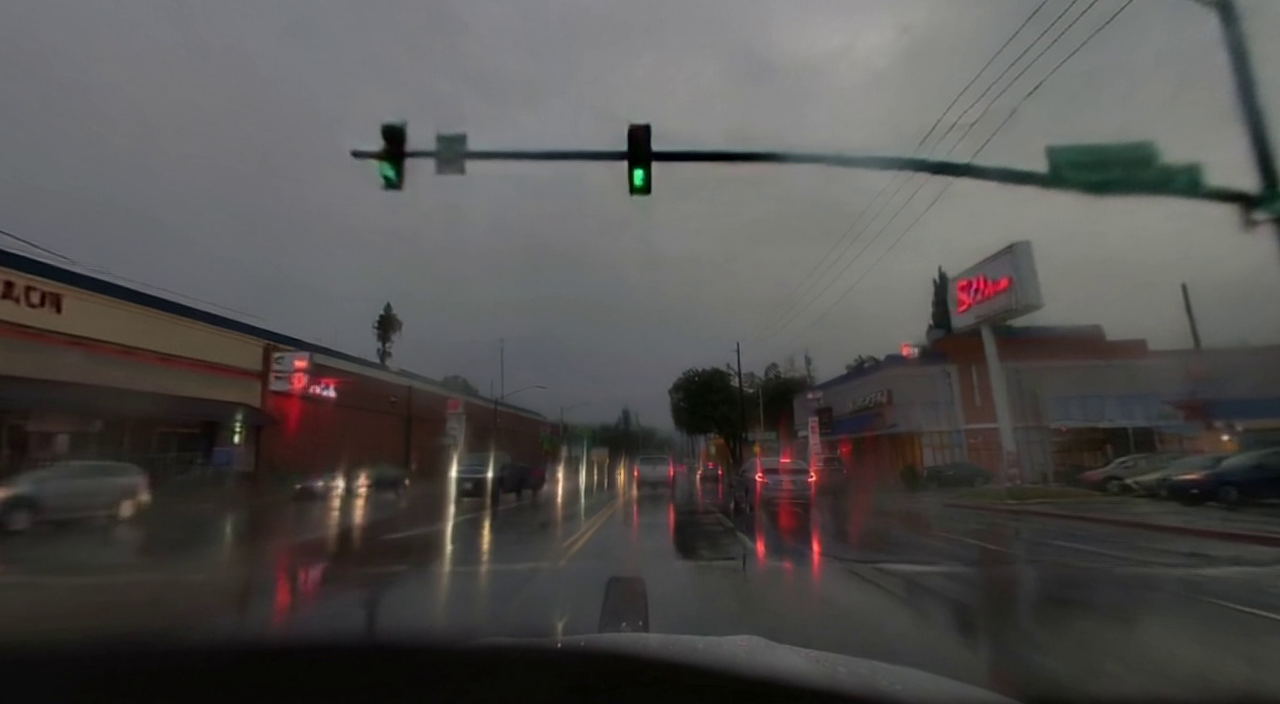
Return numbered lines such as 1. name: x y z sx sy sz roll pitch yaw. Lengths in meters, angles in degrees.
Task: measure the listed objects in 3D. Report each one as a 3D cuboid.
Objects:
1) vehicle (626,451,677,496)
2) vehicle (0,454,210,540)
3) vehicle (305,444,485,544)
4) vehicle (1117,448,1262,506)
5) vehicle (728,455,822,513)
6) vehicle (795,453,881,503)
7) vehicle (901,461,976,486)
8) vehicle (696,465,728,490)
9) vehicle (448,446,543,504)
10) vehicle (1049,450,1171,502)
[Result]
1. vehicle: 0.581 5.612 29.498 2.210 1.861 4.280 0 -8 2
2. vehicle: -11.841 3.000 13.732 1.839 1.491 4.360 0 -8 1
3. vehicle: -4.931 2.860 13.519 2.041 1.494 4.647 -2 -6 0
4. vehicle: 16.031 3.528 18.311 4.964 1.453 2.184 7 -11 -38
5. vehicle: 3.966 3.935 19.332 1.963 1.484 4.609 0 -8 1
6. vehicle: 7.767 4.940 25.241 2.040 1.738 4.414 0 -8 1
7. vehicle: 23.140 9.415 48.963 4.718 1.628 2.008 -4 -9 6
8. vehicle: 5.553 9.730 49.214 2.036 1.719 4.318 0 -8 1
9. vehicle: -4.862 4.176 21.884 2.180 1.646 4.467 -3 -8 0
10. vehicle: 16.687 4.290 22.323 4.595 1.523 2.293 6 -10 -39
